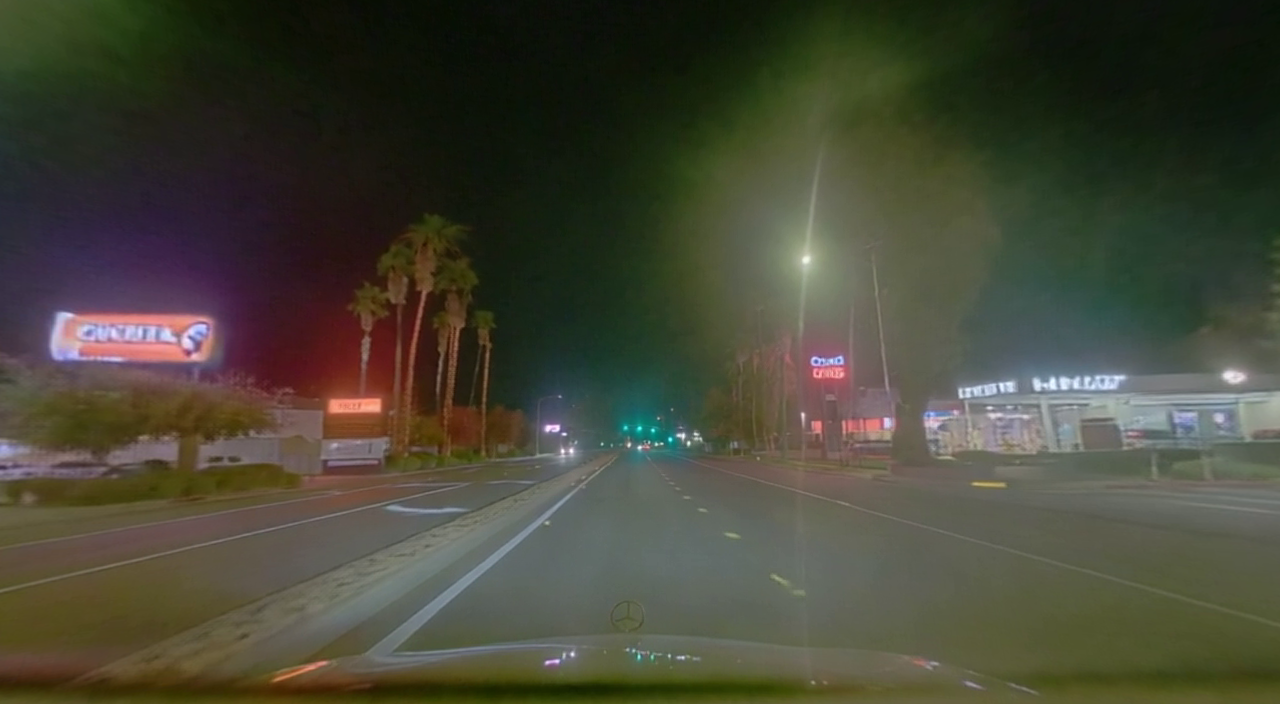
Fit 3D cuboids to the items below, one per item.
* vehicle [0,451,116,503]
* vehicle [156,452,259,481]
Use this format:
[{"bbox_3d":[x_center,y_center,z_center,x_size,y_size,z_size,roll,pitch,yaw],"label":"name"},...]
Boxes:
[{"bbox_3d":[-22.191,4.475,22.834,4.534,1.710,2.073,0,-8,-2],"label":"vehicle"},{"bbox_3d":[-27.732,7.341,40.698,4.922,1.751,2.195,3,-9,-16],"label":"vehicle"}]
